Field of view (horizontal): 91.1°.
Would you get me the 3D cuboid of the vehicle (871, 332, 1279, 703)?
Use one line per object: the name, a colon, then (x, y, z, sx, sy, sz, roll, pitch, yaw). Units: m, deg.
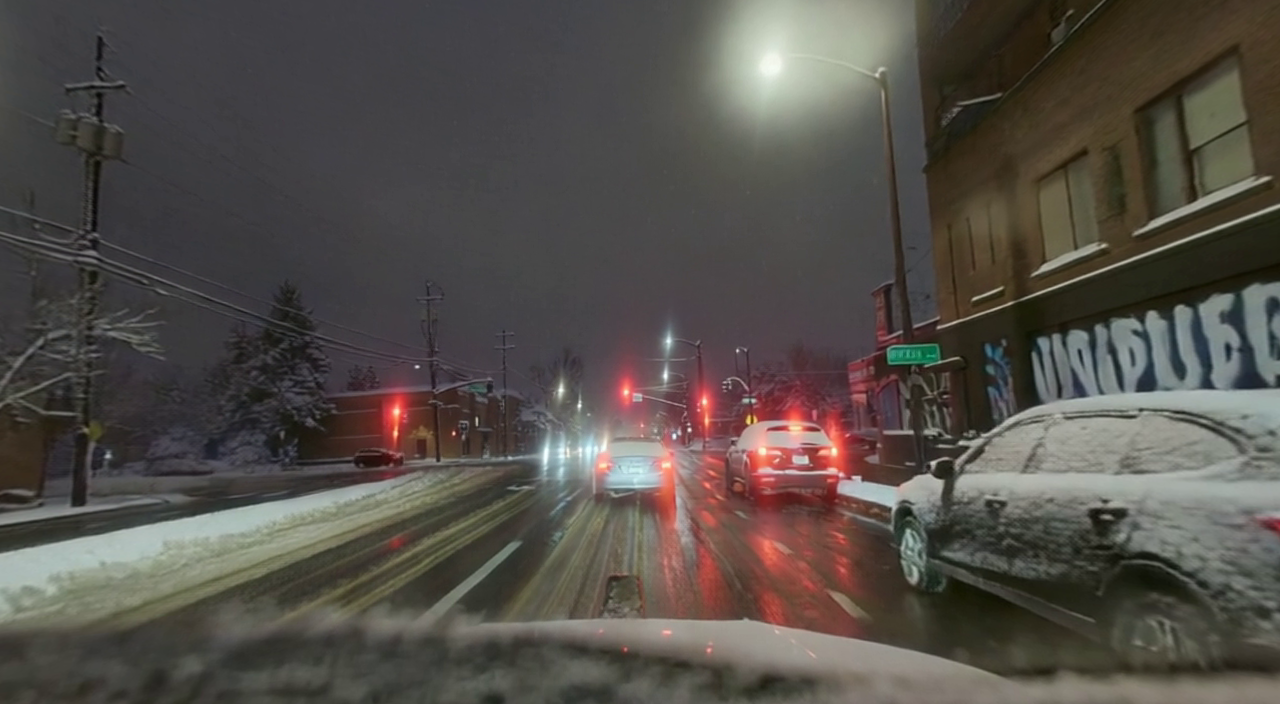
vehicle: (3.288, 1.048, 4.006, 1.938, 1.714, 4.402, 0, -8, 0)

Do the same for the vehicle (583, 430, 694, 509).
vehicle: (0.001, 2.598, 14.400, 2.153, 1.505, 4.452, 0, -8, 1)

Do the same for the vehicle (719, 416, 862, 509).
vehicle: (3.220, 2.492, 14.550, 2.060, 1.783, 4.579, 0, -8, -1)

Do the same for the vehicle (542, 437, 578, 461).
vehicle: (-5.887, 7.242, 46.841, 2.059, 1.699, 4.252, 0, -8, 1)
